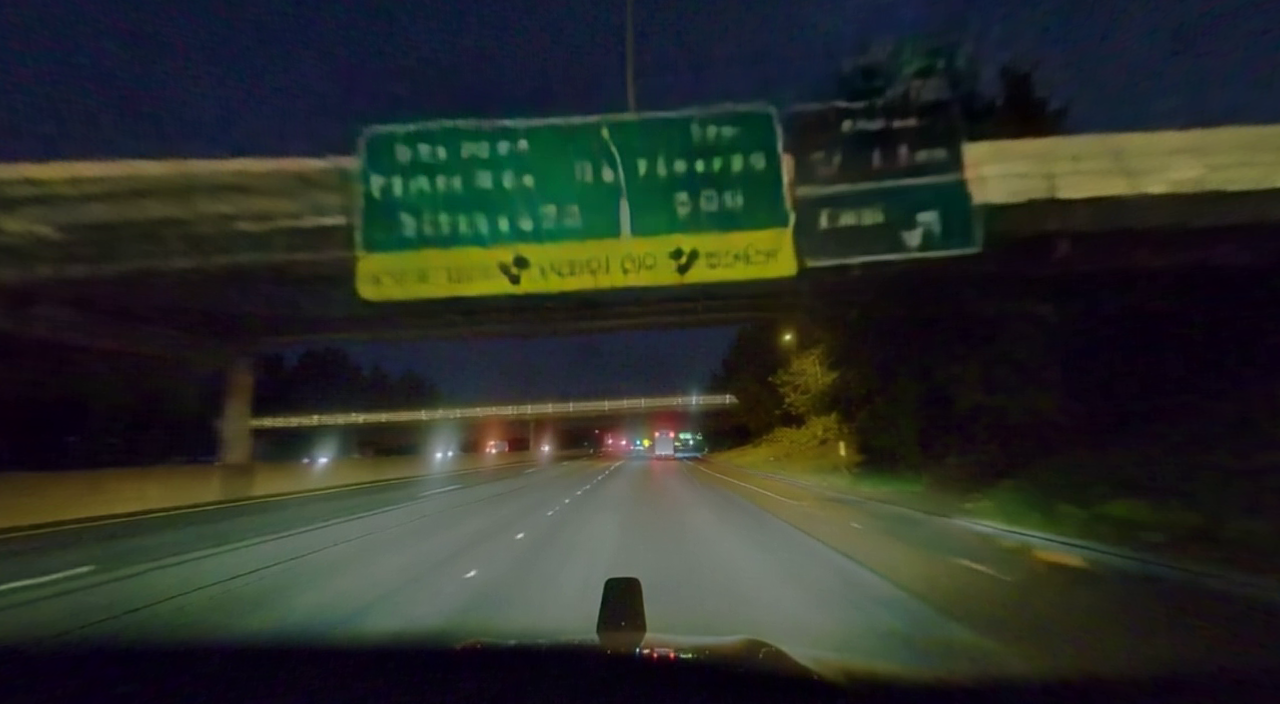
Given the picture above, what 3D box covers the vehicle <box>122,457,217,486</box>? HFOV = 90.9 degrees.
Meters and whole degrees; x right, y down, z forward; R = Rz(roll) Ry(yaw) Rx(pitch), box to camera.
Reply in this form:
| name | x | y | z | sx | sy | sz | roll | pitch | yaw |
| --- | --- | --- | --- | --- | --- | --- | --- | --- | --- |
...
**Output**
| name | x | y | z | sx | sy | sz | roll | pitch | yaw |
| --- | --- | --- | --- | --- | --- | --- | --- | --- | --- |
| vehicle | -26.417 | 6.709 | 35.606 | 1.842 | 1.435 | 4.682 | 0 | -9 | -2 |
